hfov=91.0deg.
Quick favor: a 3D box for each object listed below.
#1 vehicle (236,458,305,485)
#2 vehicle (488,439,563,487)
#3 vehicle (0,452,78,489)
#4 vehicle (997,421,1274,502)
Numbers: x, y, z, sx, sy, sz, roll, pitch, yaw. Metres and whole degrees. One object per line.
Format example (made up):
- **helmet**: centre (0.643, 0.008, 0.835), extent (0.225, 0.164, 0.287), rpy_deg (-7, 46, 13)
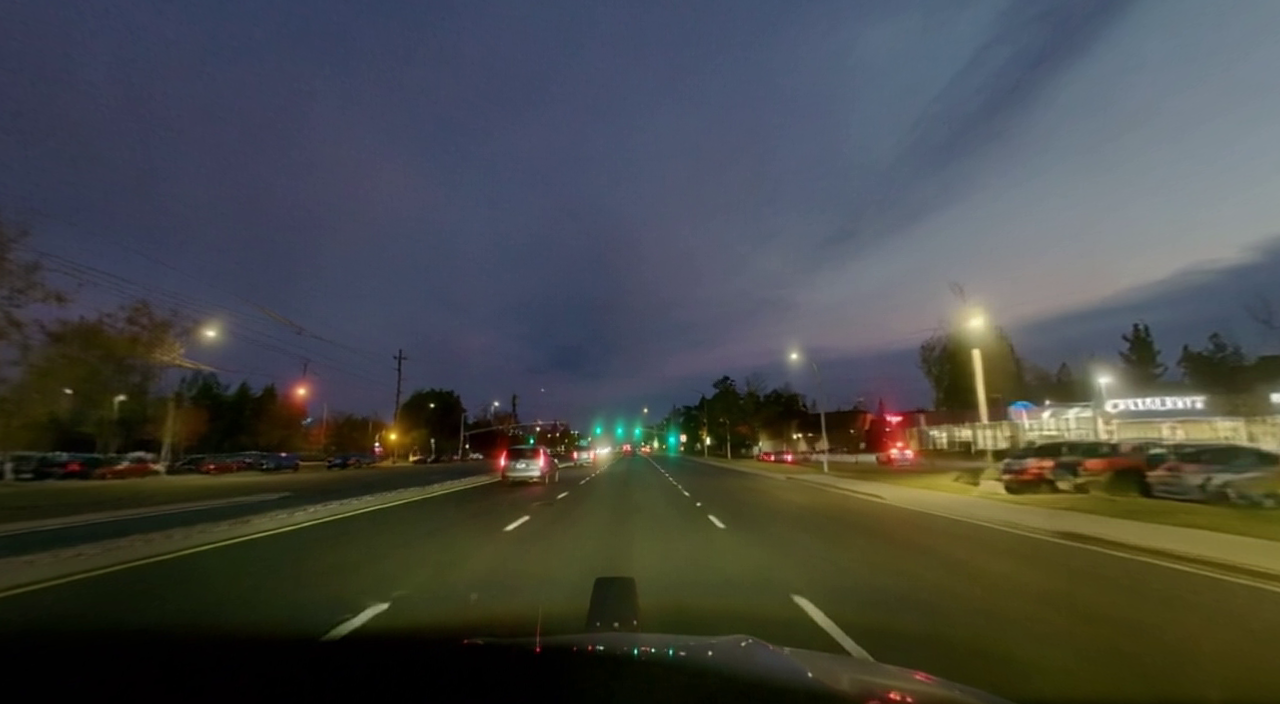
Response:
- **vehicle**: centre (-22.964, 7.415, 39.291), extent (1.858, 1.530, 4.044), rpy_deg (0, -9, 0)
- **vehicle**: centre (-4.336, 4.262, 24.535), extent (2.109, 1.672, 4.256), rpy_deg (0, -9, 0)
- **vehicle**: centre (-33.072, 6.135, 32.778), extent (5.432, 1.801, 2.152), rpy_deg (0, -9, 1)
- **vehicle**: centre (12.793, 2.858, 16.525), extent (5.500, 1.749, 2.057), rpy_deg (-2, -9, -3)
